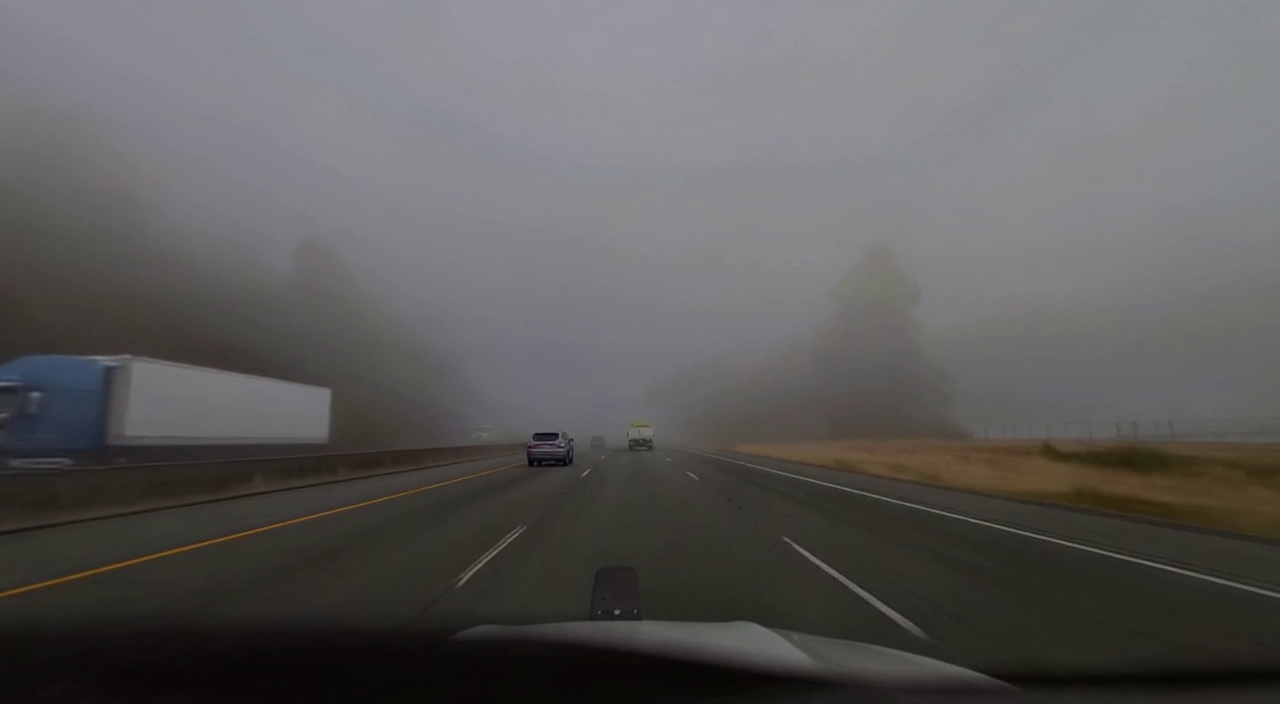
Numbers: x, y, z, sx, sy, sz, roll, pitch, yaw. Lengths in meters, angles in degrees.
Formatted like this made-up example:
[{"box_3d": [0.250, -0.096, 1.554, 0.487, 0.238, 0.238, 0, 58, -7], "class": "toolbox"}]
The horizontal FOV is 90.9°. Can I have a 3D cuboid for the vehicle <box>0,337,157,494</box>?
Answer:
[{"box_3d": [-17.063, 1.802, 17.191, 2.975, 3.782, 5.870, 0, -8, -1], "class": "vehicle"}]

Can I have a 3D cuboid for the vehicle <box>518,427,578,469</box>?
[{"box_3d": [-3.936, 4.177, 27.694, 2.045, 1.655, 4.301, 0, -8, 0], "class": "vehicle"}]
